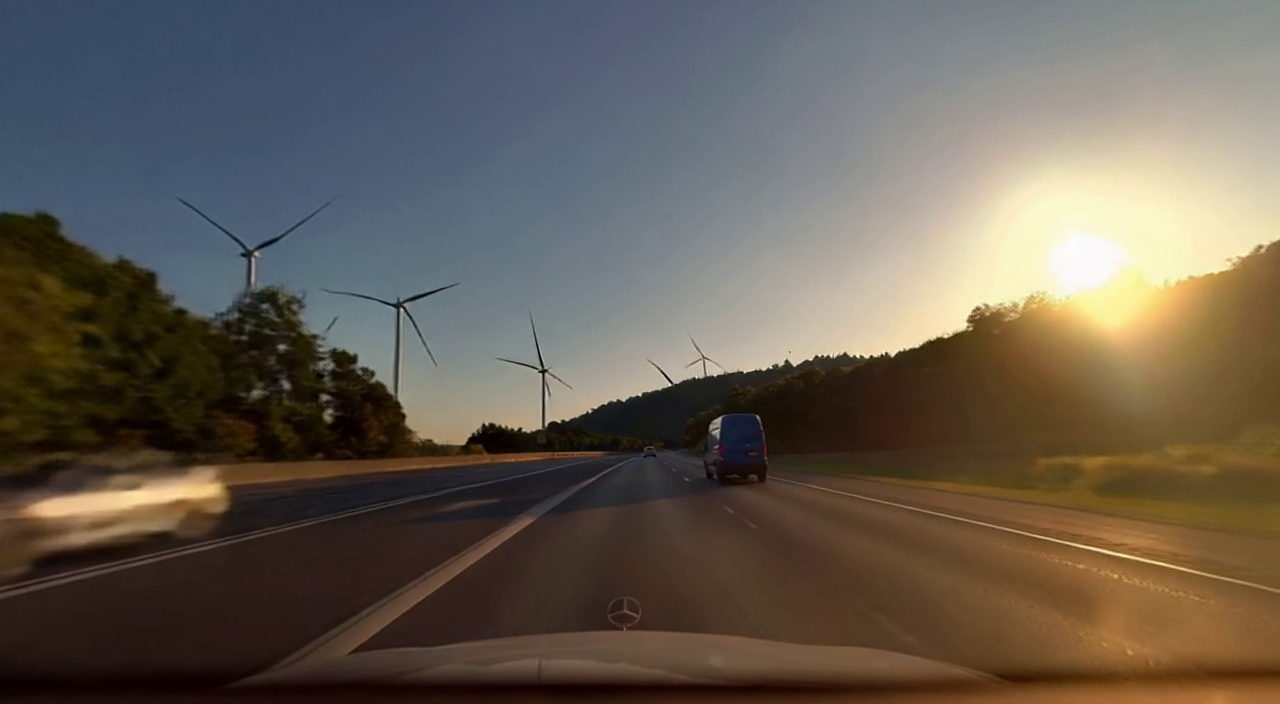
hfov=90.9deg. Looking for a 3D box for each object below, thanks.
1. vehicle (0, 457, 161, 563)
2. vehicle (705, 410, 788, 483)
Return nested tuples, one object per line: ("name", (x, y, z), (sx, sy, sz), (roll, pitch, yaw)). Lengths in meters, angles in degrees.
("vehicle", (-10.109, 2.440, 10.012), (1.914, 1.446, 3.942), (0, -9, -1))
("vehicle", (4.342, 4.013, 26.777), (2.437, 2.735, 5.507), (0, -9, -1))
